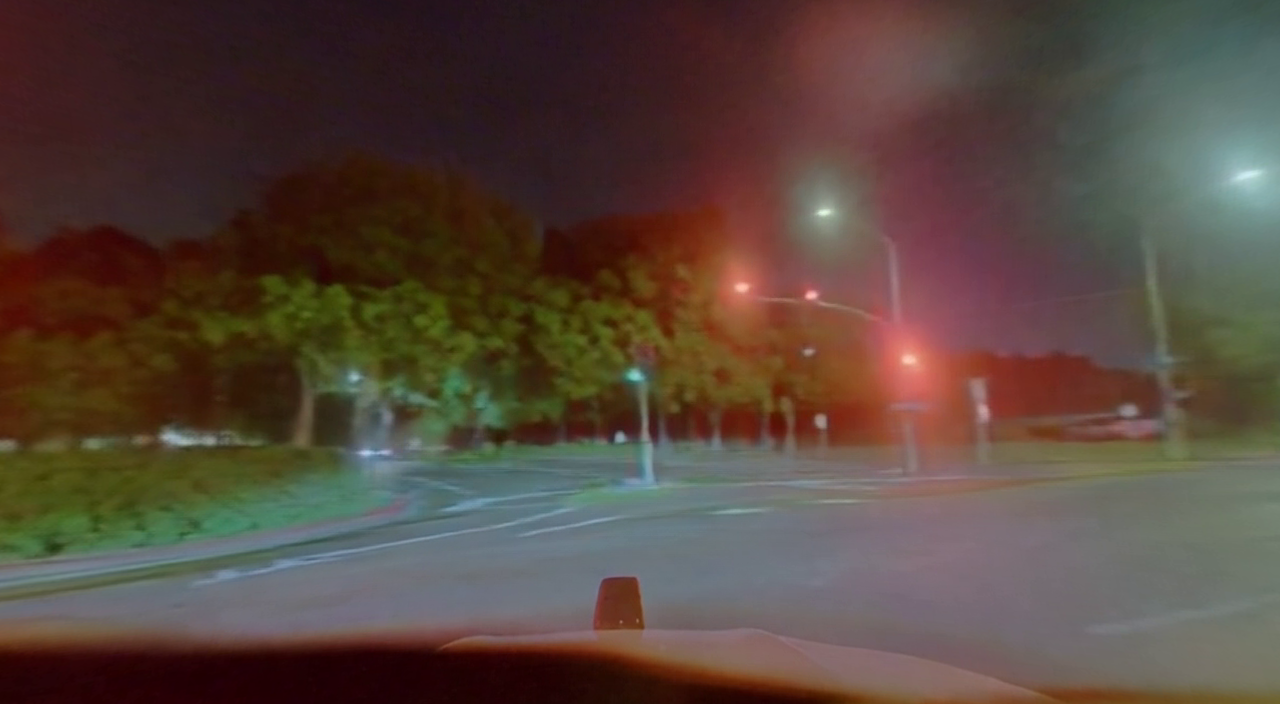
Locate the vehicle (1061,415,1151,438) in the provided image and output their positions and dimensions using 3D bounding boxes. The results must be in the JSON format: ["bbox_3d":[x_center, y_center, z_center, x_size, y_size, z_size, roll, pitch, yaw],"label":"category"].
[{"bbox_3d":[36.735,5.925,49.977,5.497,1.631,1.849,-6,-10,36],"label":"vehicle"}]
